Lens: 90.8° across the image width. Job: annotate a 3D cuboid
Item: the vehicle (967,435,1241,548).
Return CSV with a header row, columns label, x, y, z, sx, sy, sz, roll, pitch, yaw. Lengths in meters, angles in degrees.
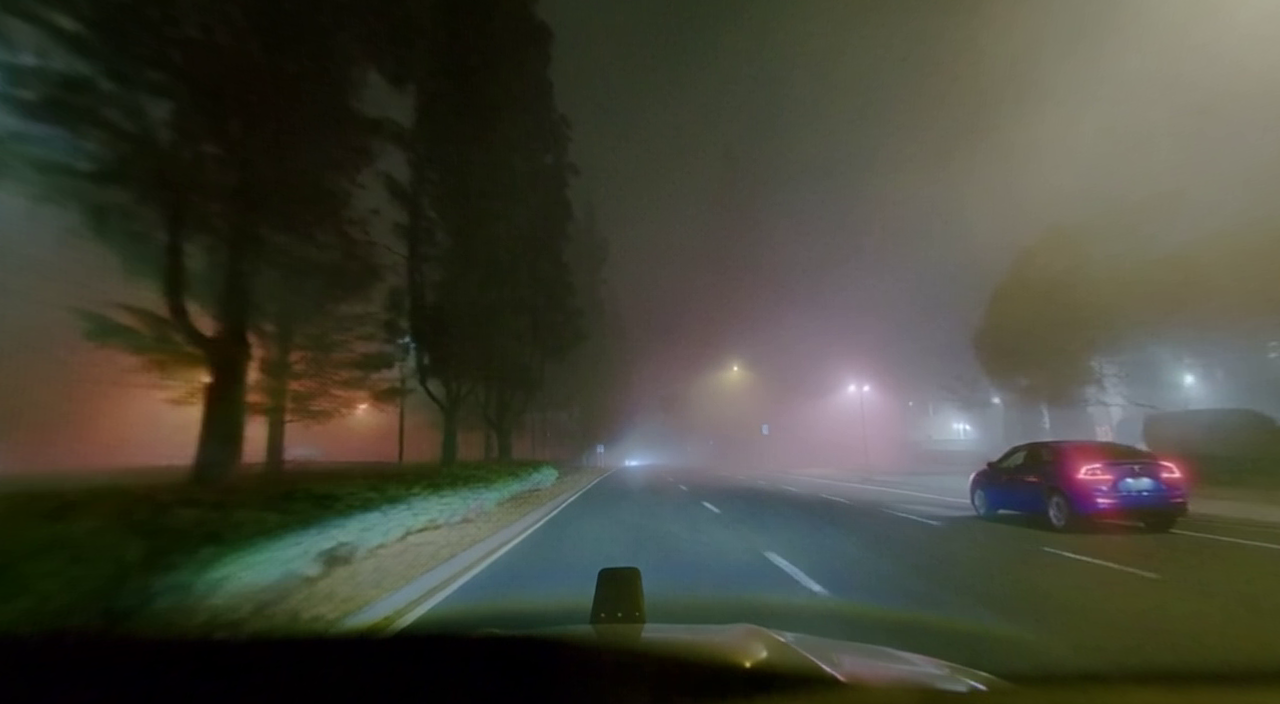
label,x,y,z,sx,sy,sz,roll,pitch,yaw
vehicle,7.254,2.172,10.403,1.797,1.518,3.433,0,-9,-1
